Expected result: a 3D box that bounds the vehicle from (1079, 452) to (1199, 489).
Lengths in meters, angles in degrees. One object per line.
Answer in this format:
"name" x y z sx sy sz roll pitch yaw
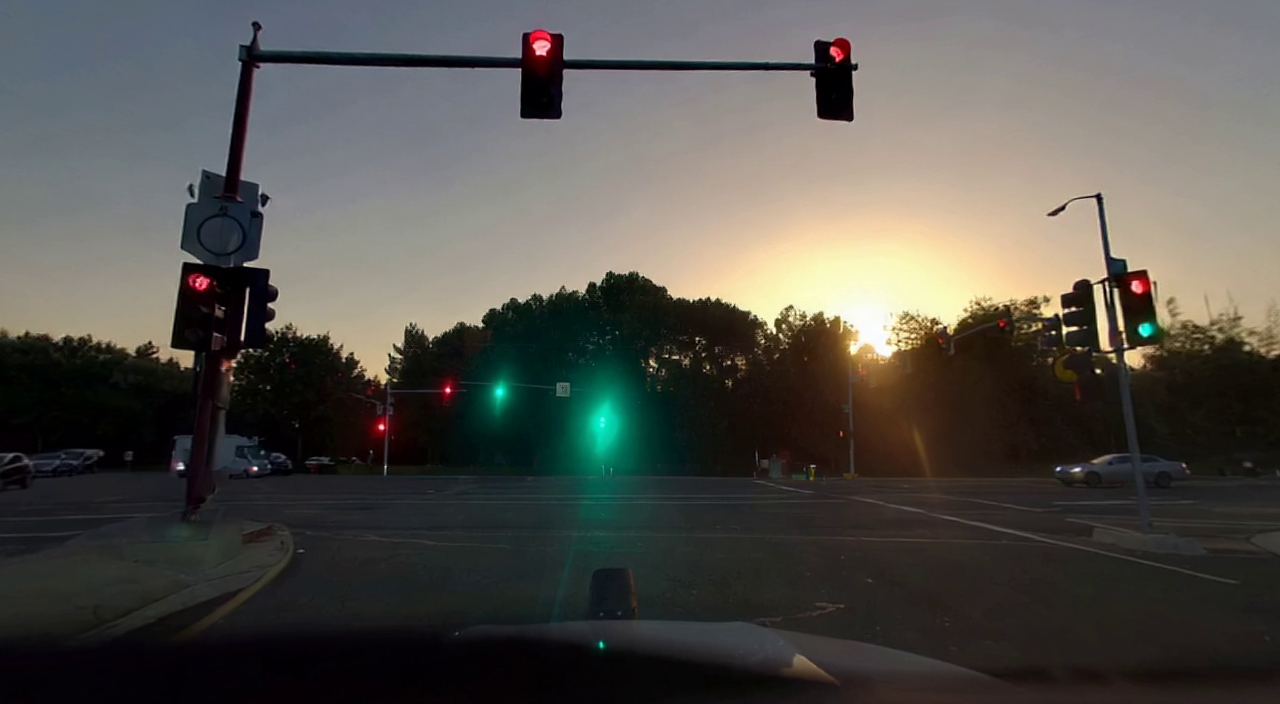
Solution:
"vehicle" 23.038 5.483 29.167 3.998 1.590 1.936 1 -11 -6
